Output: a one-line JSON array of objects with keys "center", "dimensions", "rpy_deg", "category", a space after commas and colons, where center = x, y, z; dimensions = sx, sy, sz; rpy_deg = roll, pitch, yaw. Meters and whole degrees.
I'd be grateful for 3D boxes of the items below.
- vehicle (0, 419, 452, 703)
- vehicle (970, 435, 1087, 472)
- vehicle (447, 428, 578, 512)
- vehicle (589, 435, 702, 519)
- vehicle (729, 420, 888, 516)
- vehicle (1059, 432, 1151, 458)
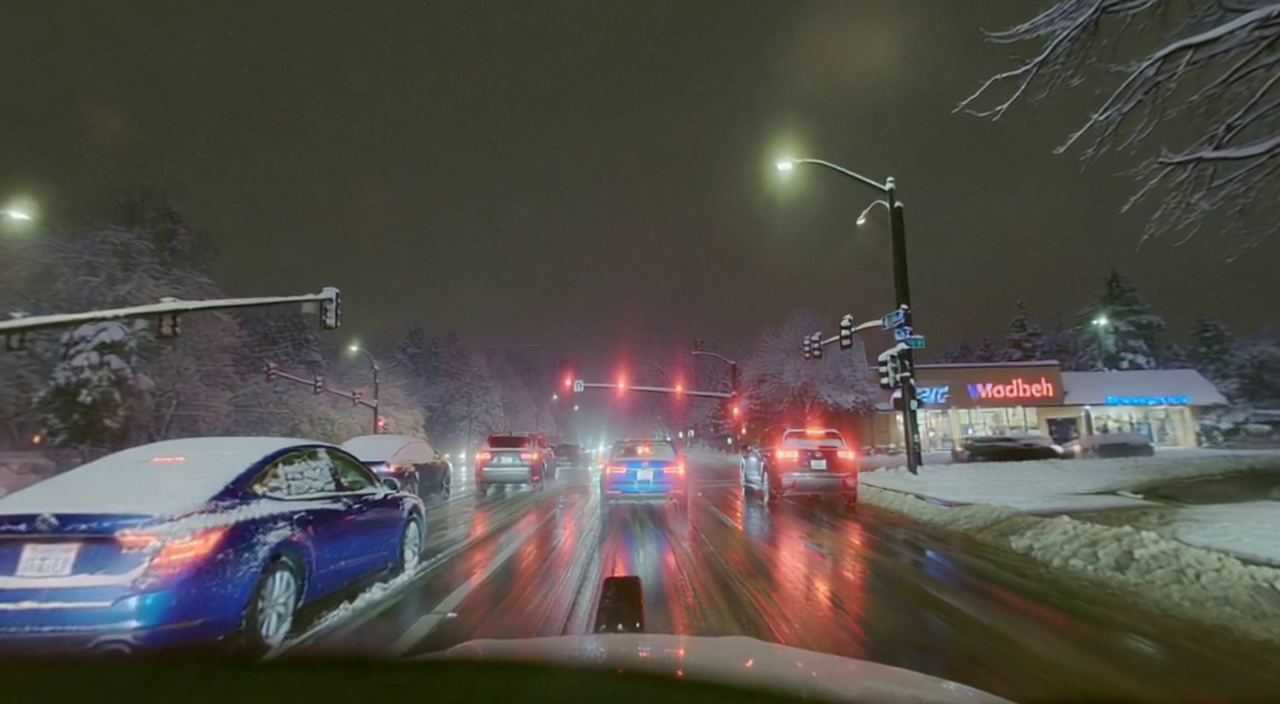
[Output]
[{"center": [-3.332, 1.426, 5.438], "dimensions": [2.014, 1.472, 4.357], "rpy_deg": [0, -9, 1], "category": "vehicle"}, {"center": [16.800, 4.401, 27.418], "dimensions": [3.822, 1.514, 1.905], "rpy_deg": [-2, -9, 10], "category": "vehicle"}, {"center": [-2.819, 2.729, 14.967], "dimensions": [2.072, 1.694, 4.070], "rpy_deg": [-1, -9, 3], "category": "vehicle"}, {"center": [0.136, 2.578, 13.442], "dimensions": [2.032, 1.499, 3.994], "rpy_deg": [0, -9, 1], "category": "vehicle"}, {"center": [3.319, 2.409, 13.492], "dimensions": [2.076, 1.691, 4.402], "rpy_deg": [0, -9, -2], "category": "vehicle"}, {"center": [30.558, 6.132, 41.456], "dimensions": [4.432, 1.680, 1.932], "rpy_deg": [0, -9, 2], "category": "vehicle"}]
